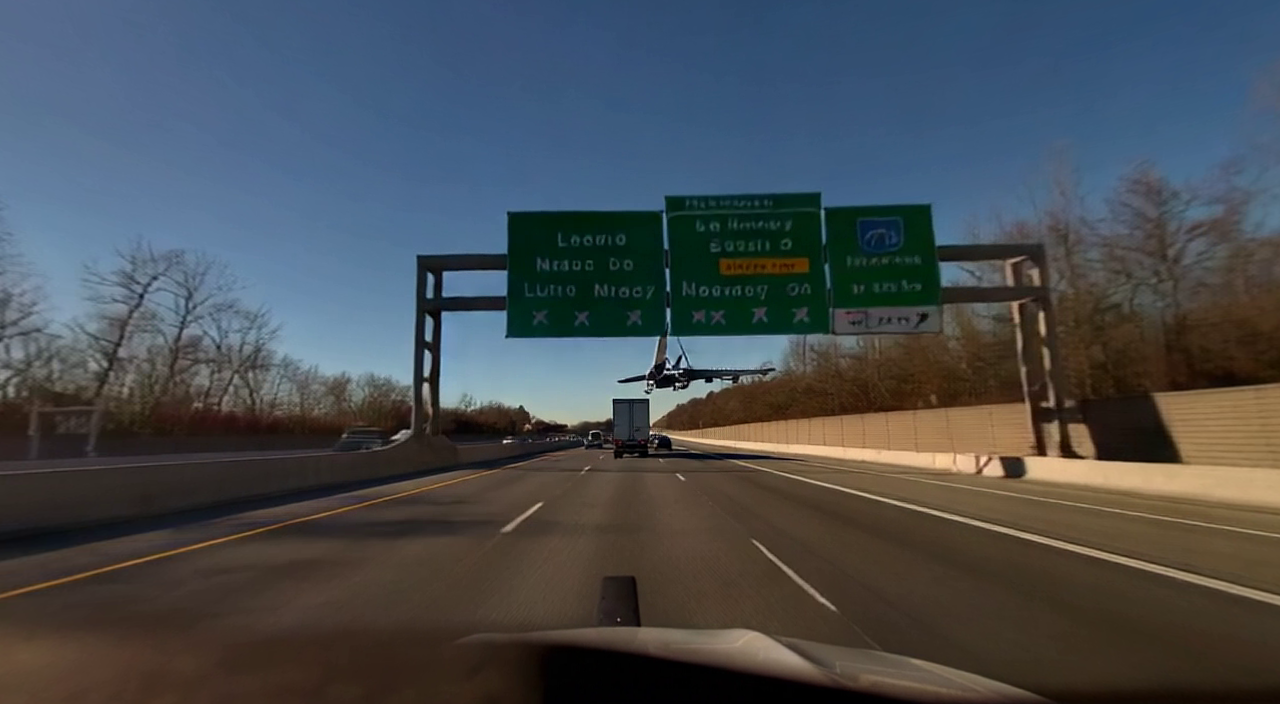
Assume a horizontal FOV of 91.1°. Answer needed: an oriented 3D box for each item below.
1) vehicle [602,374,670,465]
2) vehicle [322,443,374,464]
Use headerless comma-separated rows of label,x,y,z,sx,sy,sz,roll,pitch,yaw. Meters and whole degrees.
vehicle,-0.301,4.056,35.923,2.965,3.972,16.689,0,-8,-1
vehicle,-22.477,7.797,48.525,1.893,1.500,4.445,0,-8,0
